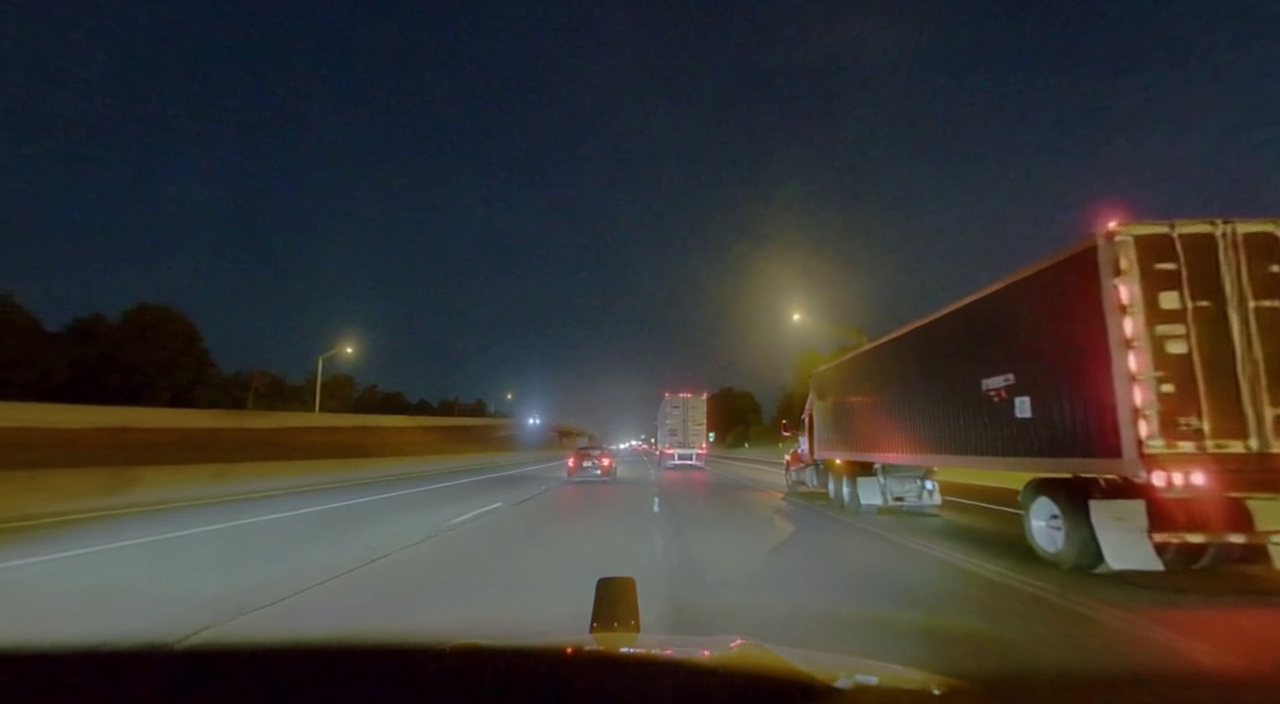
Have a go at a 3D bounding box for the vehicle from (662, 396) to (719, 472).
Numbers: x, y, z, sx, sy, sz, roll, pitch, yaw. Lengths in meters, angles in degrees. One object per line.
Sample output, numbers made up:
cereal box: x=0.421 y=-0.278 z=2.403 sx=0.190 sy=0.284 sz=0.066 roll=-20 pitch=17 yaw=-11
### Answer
vehicle: x=2.902 y=5.181 z=39.198 sx=2.964 sy=4.063 sz=10.072 roll=0 pitch=-9 yaw=2

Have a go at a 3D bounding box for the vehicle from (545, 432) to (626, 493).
vehicle: x=-1.606 y=3.497 z=20.267 sx=2.077 sy=1.716 sz=4.514 roll=0 pitch=-9 yaw=2
